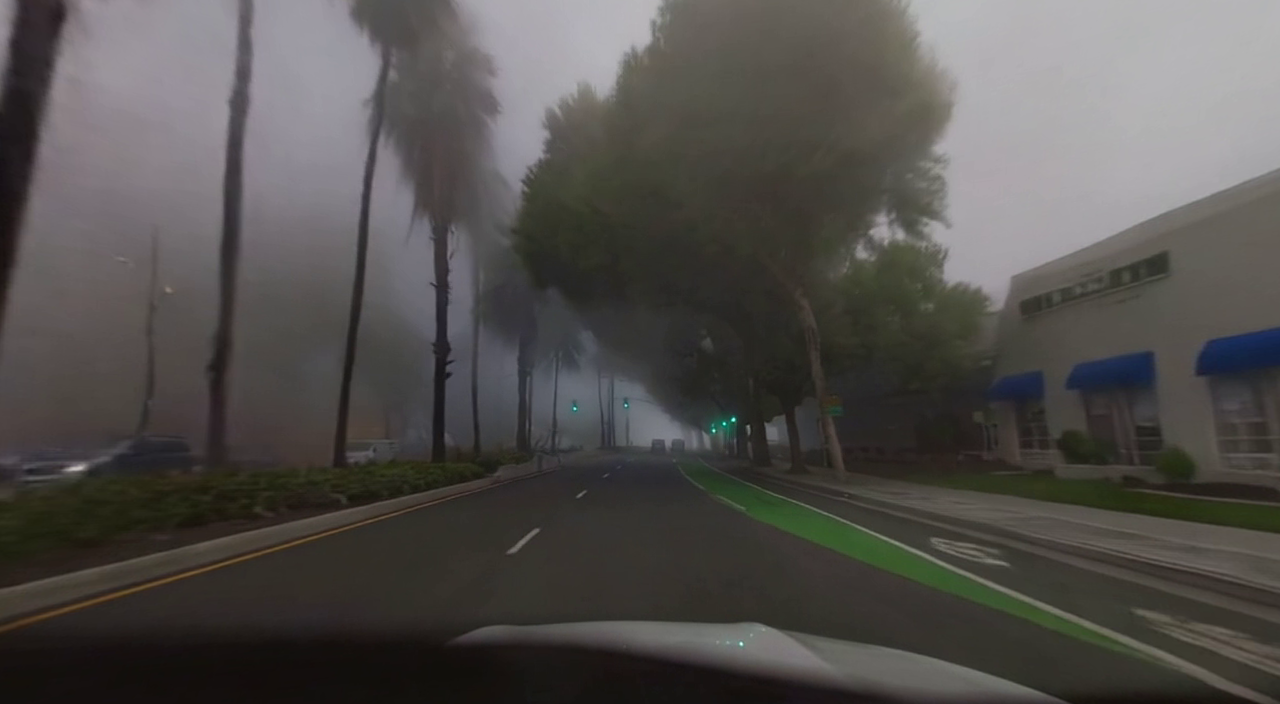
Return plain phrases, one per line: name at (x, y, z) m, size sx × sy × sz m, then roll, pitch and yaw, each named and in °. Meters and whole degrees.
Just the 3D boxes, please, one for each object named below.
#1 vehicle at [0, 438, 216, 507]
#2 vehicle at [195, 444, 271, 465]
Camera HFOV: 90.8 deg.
vehicle at (-17.257, 3.868, 20.931) m, size 2.211 × 1.924 × 5.789 m, roll -1°, pitch -9°, yaw 2°
vehicle at (-29.452, 7.408, 45.723) m, size 4.479 × 1.465 × 1.772 m, roll -1°, pitch -8°, yaw 8°
